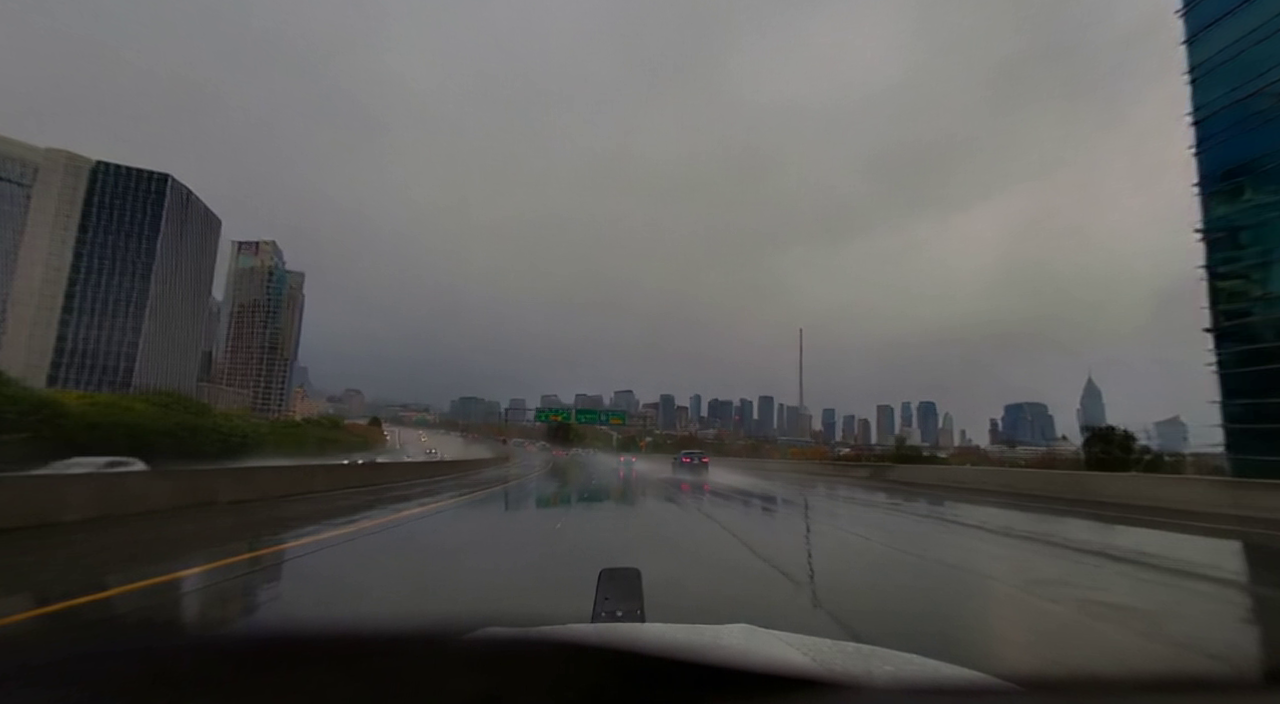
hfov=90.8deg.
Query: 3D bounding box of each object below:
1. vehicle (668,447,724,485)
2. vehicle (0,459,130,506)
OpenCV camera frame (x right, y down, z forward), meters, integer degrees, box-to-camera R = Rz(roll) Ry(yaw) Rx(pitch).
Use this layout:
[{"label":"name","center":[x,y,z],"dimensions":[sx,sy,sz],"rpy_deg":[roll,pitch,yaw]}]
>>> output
[{"label":"vehicle","center":[2.773,5.771,32.350],"dimensions":[2.110,1.780,4.682],"rpy_deg":[0,-9,-4]},{"label":"vehicle","center":[-21.423,4.676,23.029],"dimensions":[1.884,1.486,4.579],"rpy_deg":[0,-9,-1]}]
